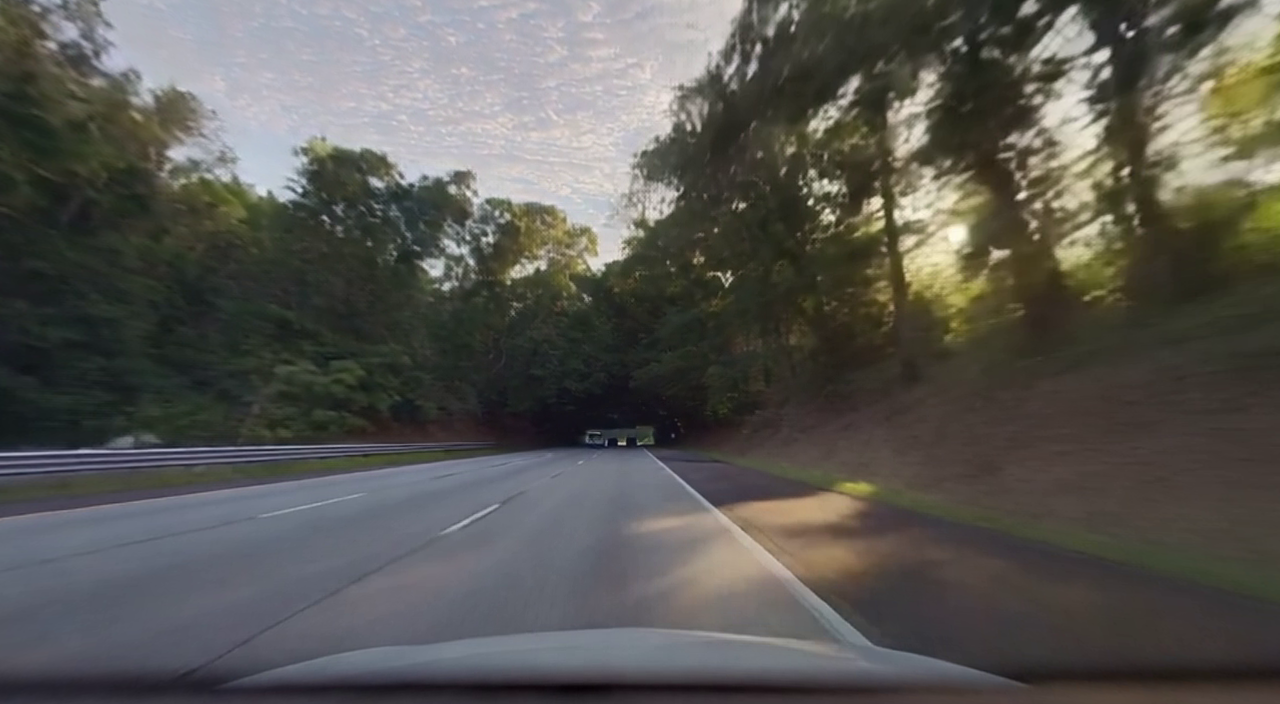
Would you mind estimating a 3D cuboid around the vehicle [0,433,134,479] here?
[{"bbox_3d":[-20.853,3.657,22.590,1.860,1.477,4.364,0,-8,-1],"label":"vehicle"}]
